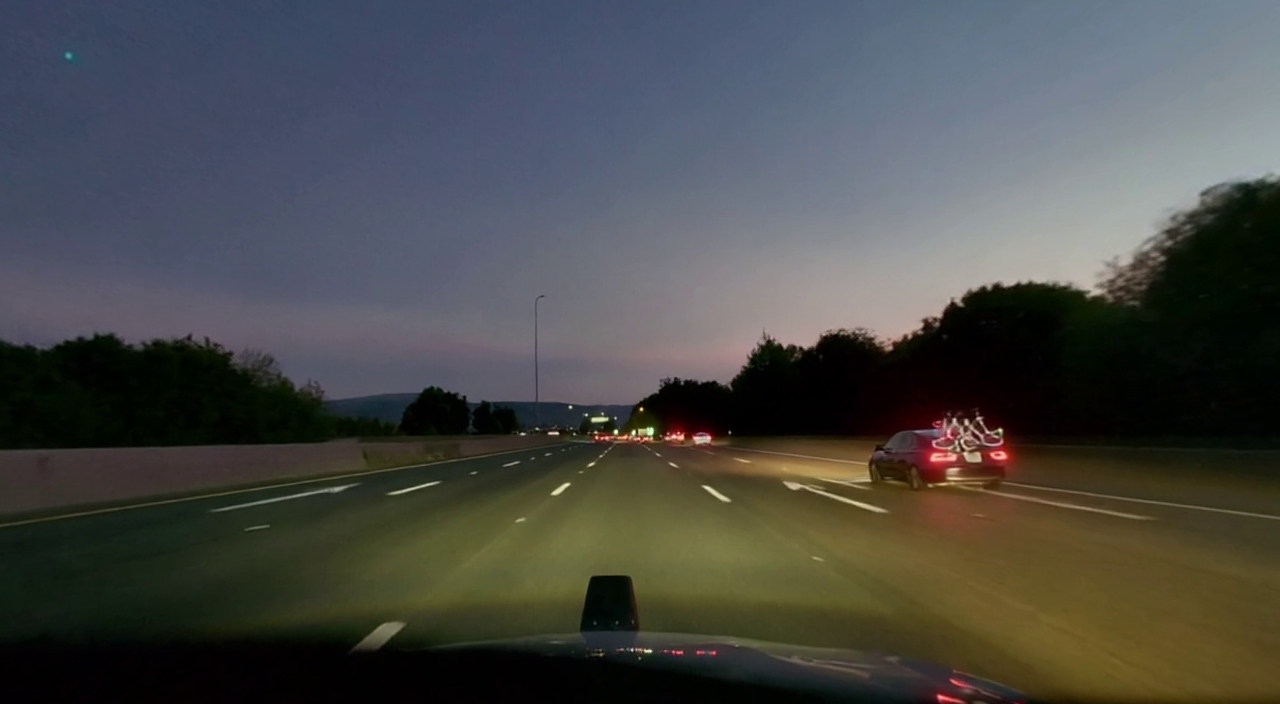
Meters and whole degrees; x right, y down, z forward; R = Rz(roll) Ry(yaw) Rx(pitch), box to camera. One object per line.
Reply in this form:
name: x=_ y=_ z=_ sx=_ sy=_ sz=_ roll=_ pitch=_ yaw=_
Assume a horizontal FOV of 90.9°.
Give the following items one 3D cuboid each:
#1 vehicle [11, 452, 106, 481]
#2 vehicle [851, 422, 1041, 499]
vehicle: x=-36.094 y=7.096 z=39.292 sx=1.897 sy=1.560 sz=4.672 roll=1 pitch=-8 yaw=-7
vehicle: x=6.908 y=2.468 z=14.981 sx=2.034 sy=1.511 sz=4.785 roll=0 pitch=-7 yaw=-1
